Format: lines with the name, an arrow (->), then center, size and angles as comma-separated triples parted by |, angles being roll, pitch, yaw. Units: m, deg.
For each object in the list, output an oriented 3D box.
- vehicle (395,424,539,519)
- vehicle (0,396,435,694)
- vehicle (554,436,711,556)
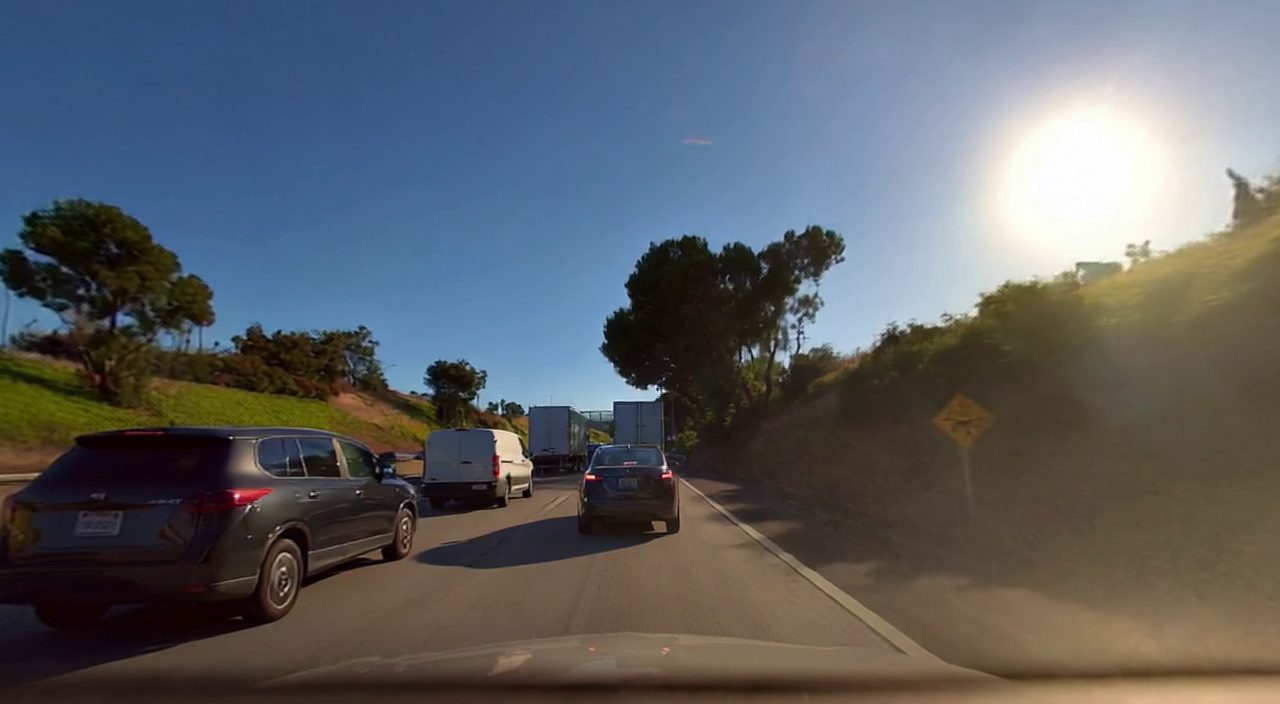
vehicle -> -3.928, 2.825, 15.333 | 2.055, 1.913, 4.584 | -1, -9, 2
vehicle -> -3.676, 1.430, 5.838 | 2.029, 1.656, 4.437 | -1, -9, 0
vehicle -> -0.101, 2.098, 9.762 | 1.995, 1.495, 3.380 | 0, -9, 0
